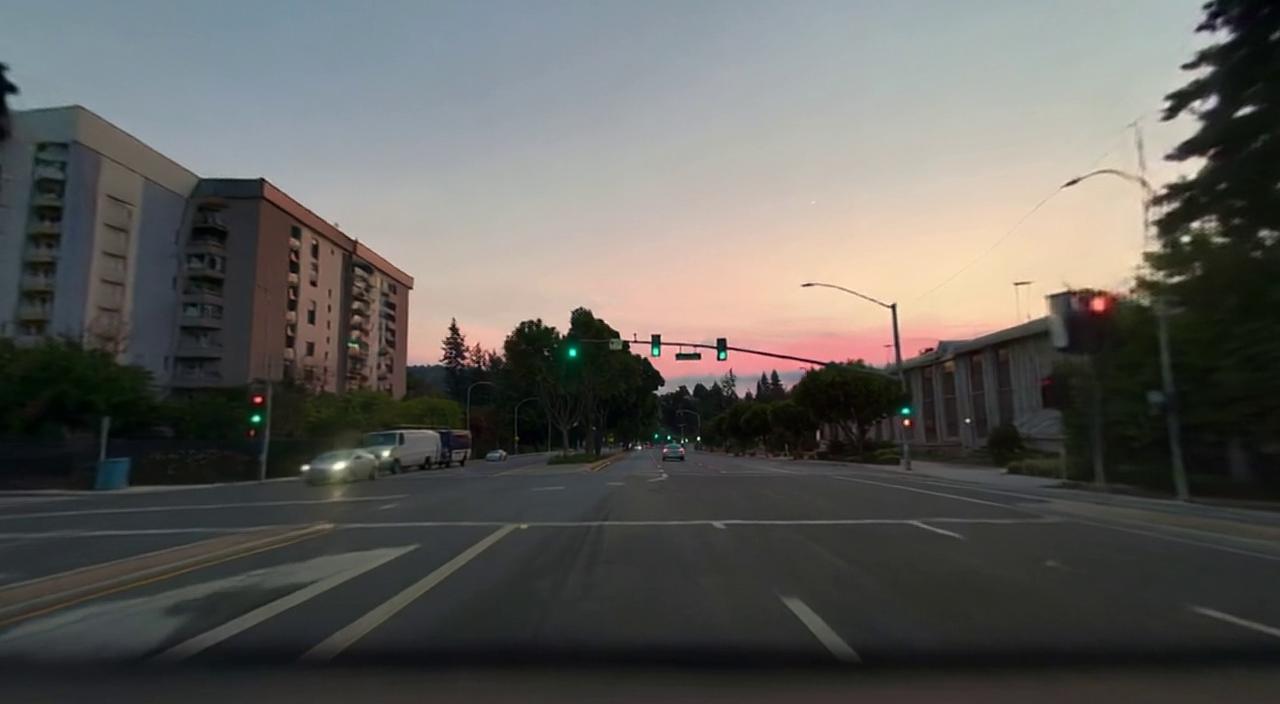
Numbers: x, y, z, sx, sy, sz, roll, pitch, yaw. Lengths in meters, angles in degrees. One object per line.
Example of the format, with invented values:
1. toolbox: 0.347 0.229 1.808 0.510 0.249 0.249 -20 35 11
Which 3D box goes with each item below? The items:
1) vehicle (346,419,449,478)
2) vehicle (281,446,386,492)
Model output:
1. vehicle: -15.685 6.398 42.007 3.028 3.424 9.908 0 -9 -1
2. vehicle: -12.365 4.720 25.892 2.030 1.702 4.488 0 -9 0
